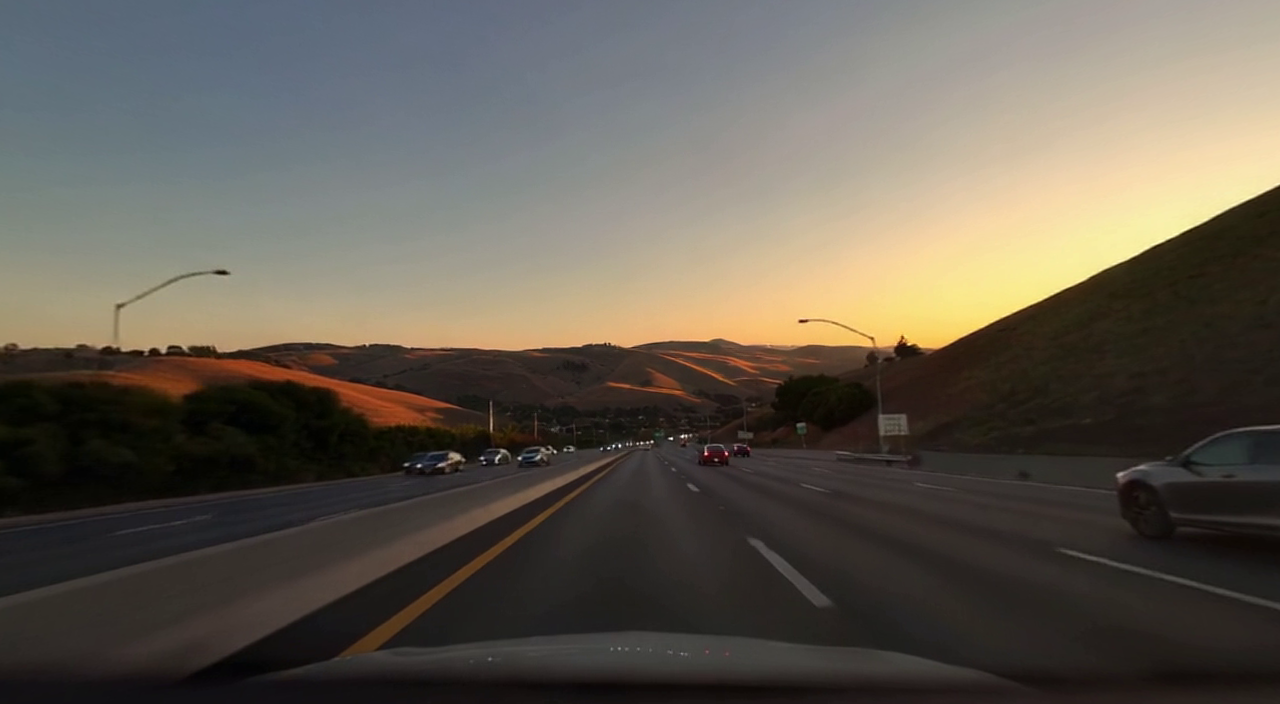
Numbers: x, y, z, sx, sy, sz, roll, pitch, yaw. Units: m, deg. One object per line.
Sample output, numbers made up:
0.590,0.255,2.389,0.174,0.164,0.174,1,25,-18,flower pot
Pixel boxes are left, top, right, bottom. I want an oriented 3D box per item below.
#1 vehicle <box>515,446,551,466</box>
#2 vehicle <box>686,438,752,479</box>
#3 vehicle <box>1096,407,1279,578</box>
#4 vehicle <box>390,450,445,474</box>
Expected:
-8.295,8.068,49.126,1.949,1.488,4.526,-1,-8,1,vehicle
2.972,4.129,24.658,2.044,1.444,4.216,0,-8,0,vehicle
6.779,1.240,5.537,1.988,1.530,4.777,0,-8,0,vehicle
-15.545,7.700,44.362,2.136,1.479,4.748,-1,-8,1,vehicle
